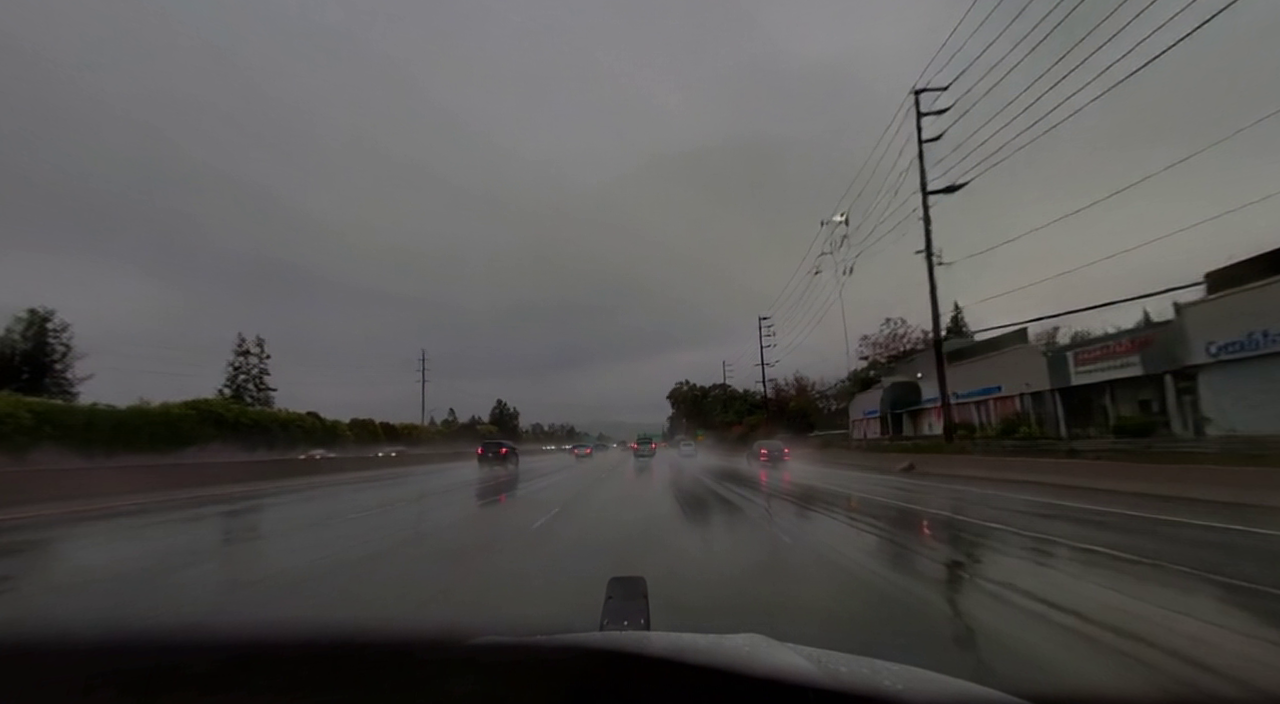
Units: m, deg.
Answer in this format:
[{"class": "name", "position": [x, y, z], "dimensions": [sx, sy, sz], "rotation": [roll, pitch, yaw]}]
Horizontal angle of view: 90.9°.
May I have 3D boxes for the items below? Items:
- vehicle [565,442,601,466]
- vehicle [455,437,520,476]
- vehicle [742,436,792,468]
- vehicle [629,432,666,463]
[{"class": "vehicle", "position": [-3.756, 6.831, 42.317], "dimensions": [1.979, 1.469, 4.378], "rotation": [0, -8, 0]}, {"class": "vehicle", "position": [-7.297, 5.032, 30.670], "dimensions": [2.007, 1.732, 4.395], "rotation": [0, -8, 1]}, {"class": "vehicle", "position": [7.389, 5.849, 37.002], "dimensions": [1.937, 1.698, 4.322], "rotation": [0, -8, -1]}, {"class": "vehicle", "position": [0.520, 7.227, 47.786], "dimensions": [2.622, 2.208, 5.320], "rotation": [0, -8, -1]}]
